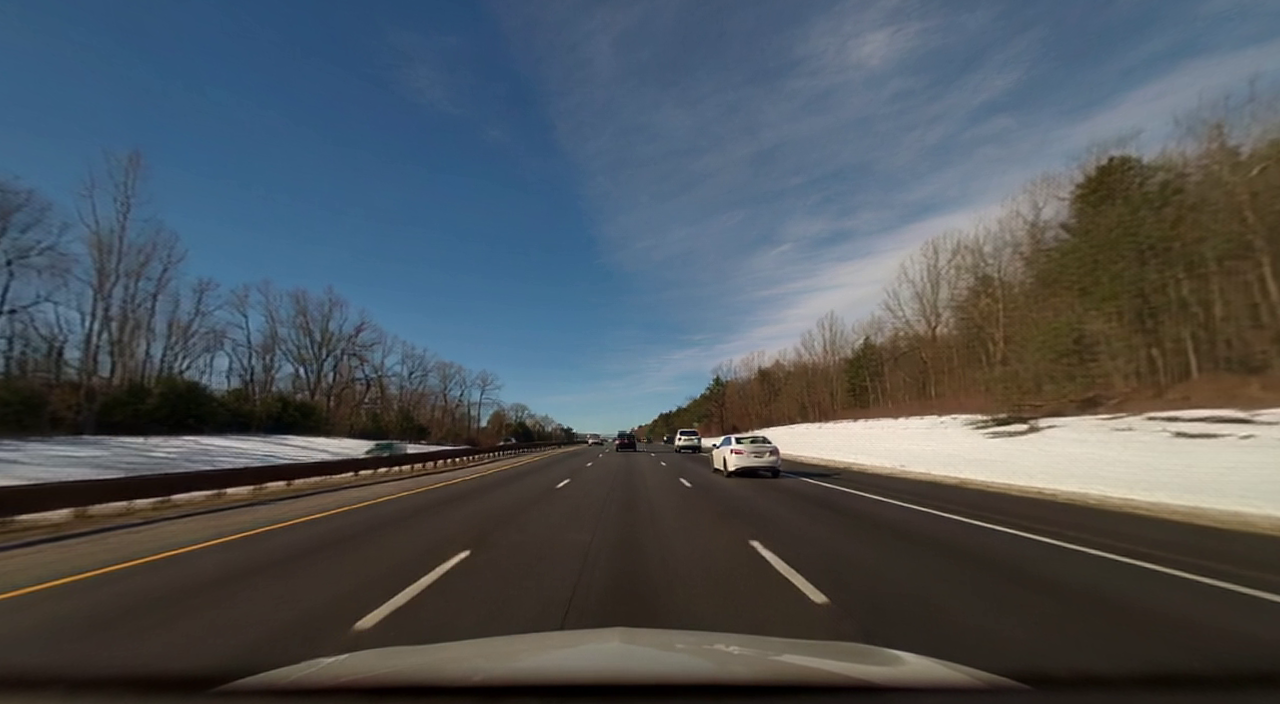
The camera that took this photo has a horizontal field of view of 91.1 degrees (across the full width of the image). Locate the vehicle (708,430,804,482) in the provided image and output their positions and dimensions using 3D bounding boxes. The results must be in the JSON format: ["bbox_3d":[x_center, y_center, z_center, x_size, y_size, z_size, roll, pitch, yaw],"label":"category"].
[{"bbox_3d":[3.555,3.278,20.269,2.056,1.479,4.660,0,-8,-2],"label":"vehicle"}]

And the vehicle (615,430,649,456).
[{"bbox_3d":[-0.545,6.102,42.303,2.182,1.680,4.253,0,-8,-1],"label":"vehicle"}]

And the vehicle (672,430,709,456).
[{"bbox_3d":[3.419,6.284,43.480,2.098,1.677,4.275,0,-8,-2],"label":"vehicle"}]
